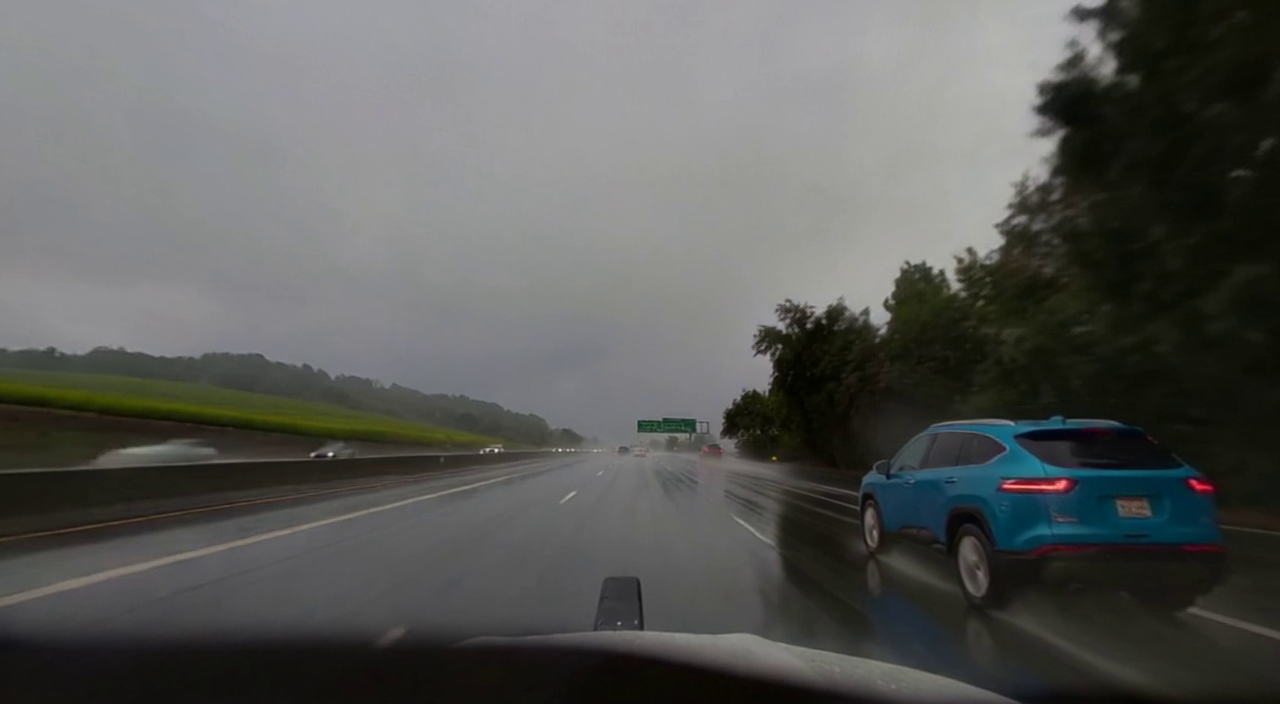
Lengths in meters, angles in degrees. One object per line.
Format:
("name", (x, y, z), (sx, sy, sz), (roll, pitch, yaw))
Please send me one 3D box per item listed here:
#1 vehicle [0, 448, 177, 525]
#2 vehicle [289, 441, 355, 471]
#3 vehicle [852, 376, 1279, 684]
("vehicle", (-10.784, 2.423, 11.753), (1.557, 1.199, 3.465), (0, -9, 0))
("vehicle", (-21.959, 7.213, 43.557), (2.017, 1.959, 4.838), (0, -9, 0))
("vehicle", (3.604, 1.318, 5.702), (1.784, 1.733, 4.141), (0, -9, -1))
